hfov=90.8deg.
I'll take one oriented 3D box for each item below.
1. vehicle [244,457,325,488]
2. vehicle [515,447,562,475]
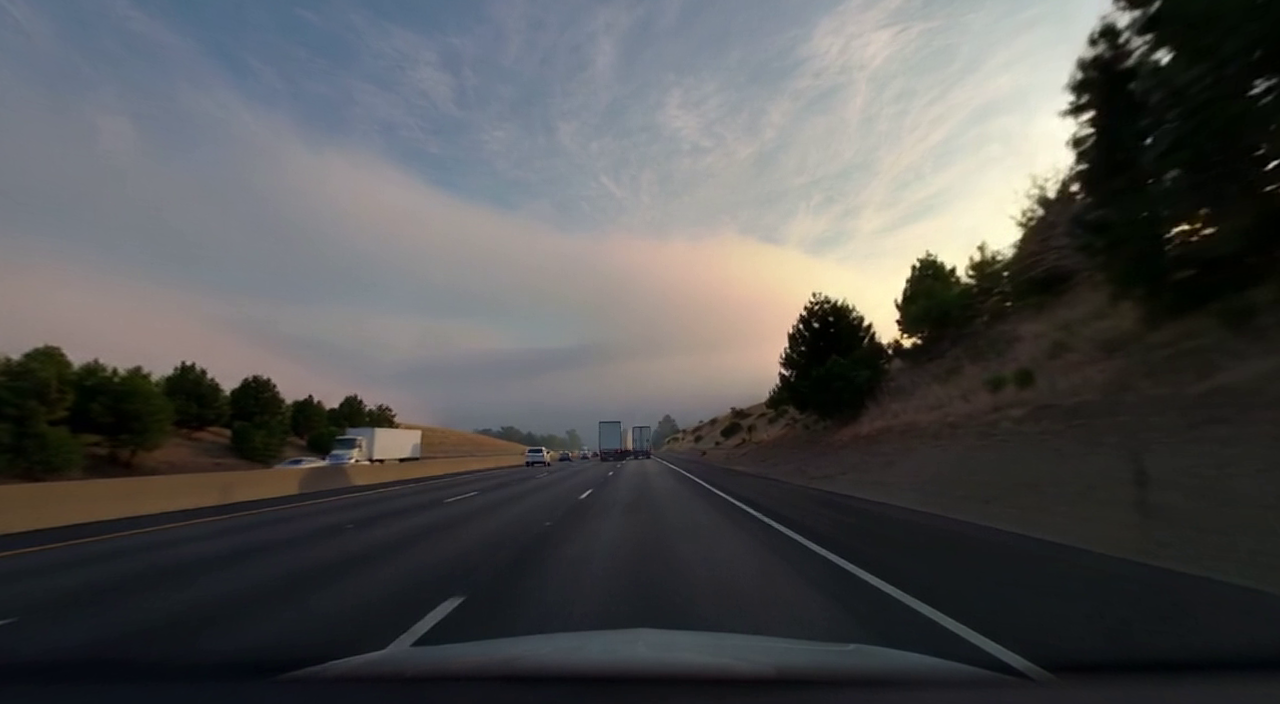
[{"bbox_3d":[-18.697,6.332,33.434,1.815,1.431,4.216,0,-9,0],"label":"vehicle"},{"bbox_3d":[-5.788,6.282,36.535,2.091,1.527,4.455,0,-9,-1],"label":"vehicle"}]
